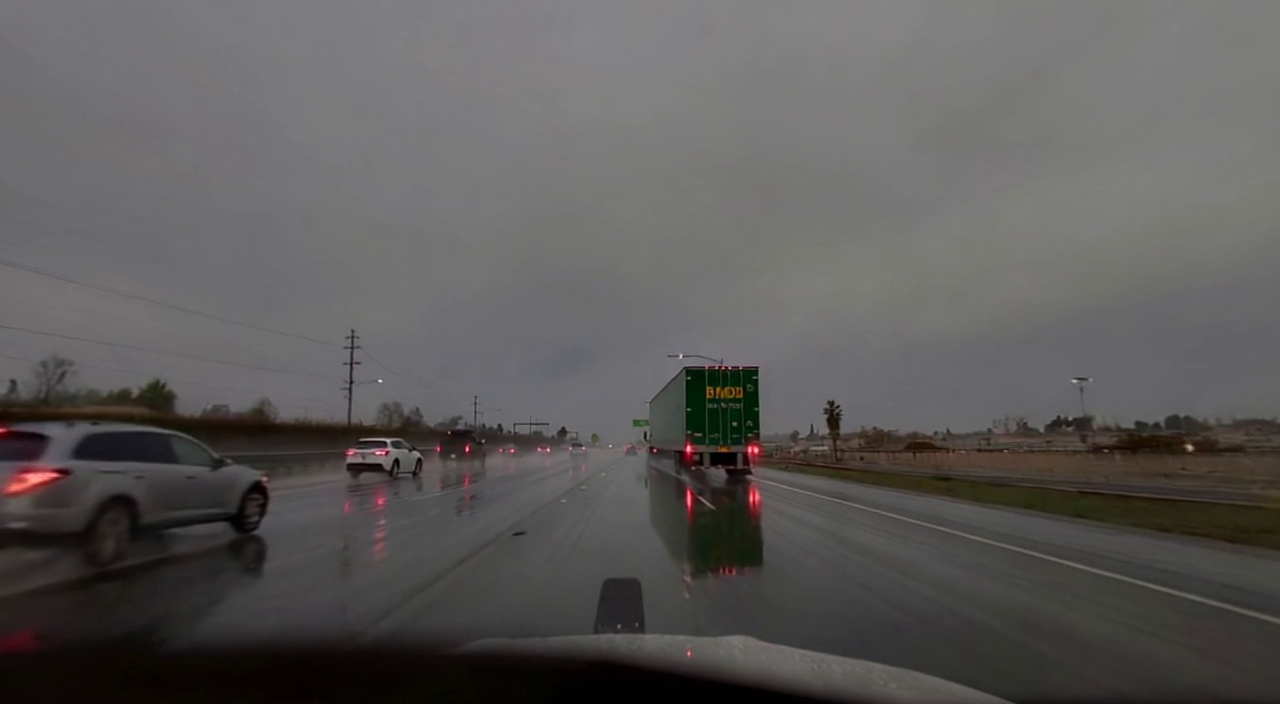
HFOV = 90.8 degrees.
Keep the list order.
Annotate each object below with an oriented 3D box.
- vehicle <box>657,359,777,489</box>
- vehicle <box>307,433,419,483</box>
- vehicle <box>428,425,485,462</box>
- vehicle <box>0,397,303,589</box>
[{"bbox_3d":[2.529,3.279,26.786,2.891,3.944,15.051,0,-8,-1],"label":"vehicle"},{"bbox_3d":[-10.399,4.021,24.174,2.045,1.697,4.844,0,-8,1],"label":"vehicle"},{"bbox_3d":[-13.658,6.933,47.571,2.307,2.571,6.260,0,-8,1],"label":"vehicle"},{"bbox_3d":[-6.765,1.602,7.926,2.067,1.711,5.282,0,-8,1],"label":"vehicle"}]
